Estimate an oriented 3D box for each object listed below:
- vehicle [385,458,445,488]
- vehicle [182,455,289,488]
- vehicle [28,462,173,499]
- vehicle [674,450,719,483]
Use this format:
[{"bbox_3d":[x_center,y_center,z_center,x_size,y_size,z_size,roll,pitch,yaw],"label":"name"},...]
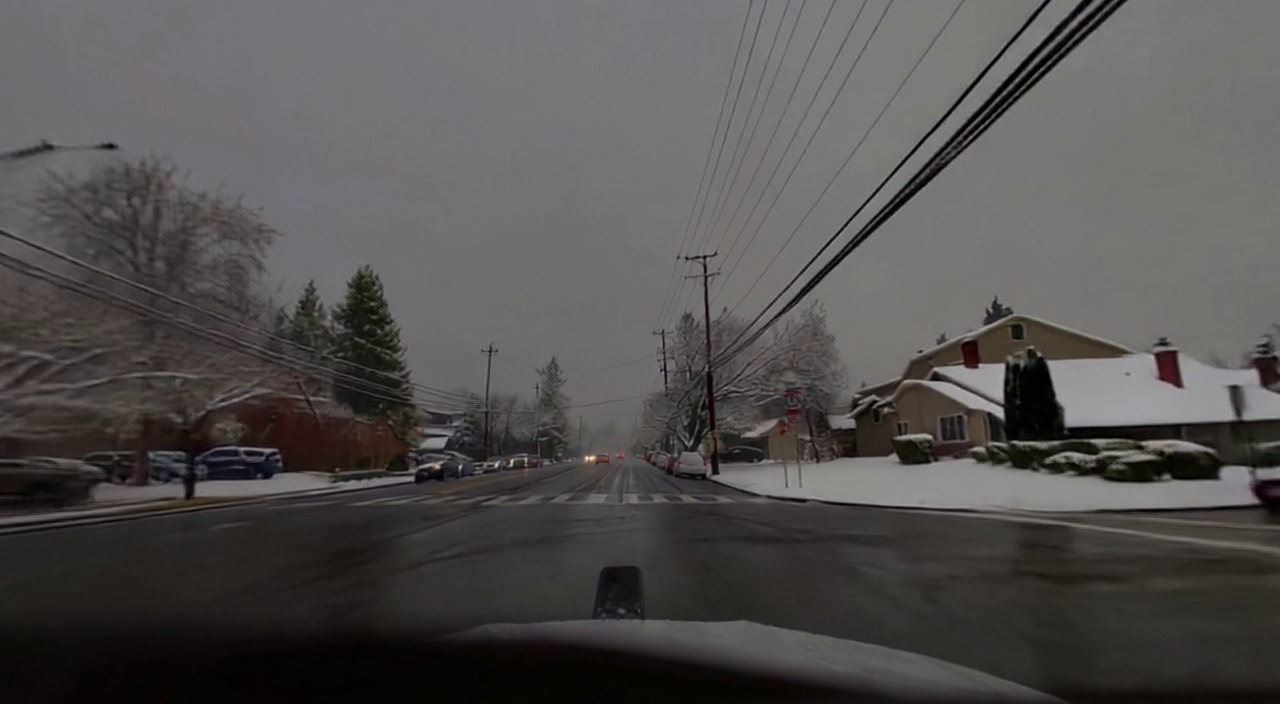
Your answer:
[{"bbox_3d":[-14.225,7.647,40.208,1.913,1.745,4.992,0,-9,1],"label":"vehicle"},{"bbox_3d":[-22.629,6.680,35.485,4.612,1.736,1.951,0,-9,-1],"label":"vehicle"},{"bbox_3d":[-22.764,5.426,26.789,4.344,1.471,1.813,0,-9,-3],"label":"vehicle"},{"bbox_3d":[3.197,6.577,36.622,2.045,1.746,4.564,0,-9,-1],"label":"vehicle"}]
